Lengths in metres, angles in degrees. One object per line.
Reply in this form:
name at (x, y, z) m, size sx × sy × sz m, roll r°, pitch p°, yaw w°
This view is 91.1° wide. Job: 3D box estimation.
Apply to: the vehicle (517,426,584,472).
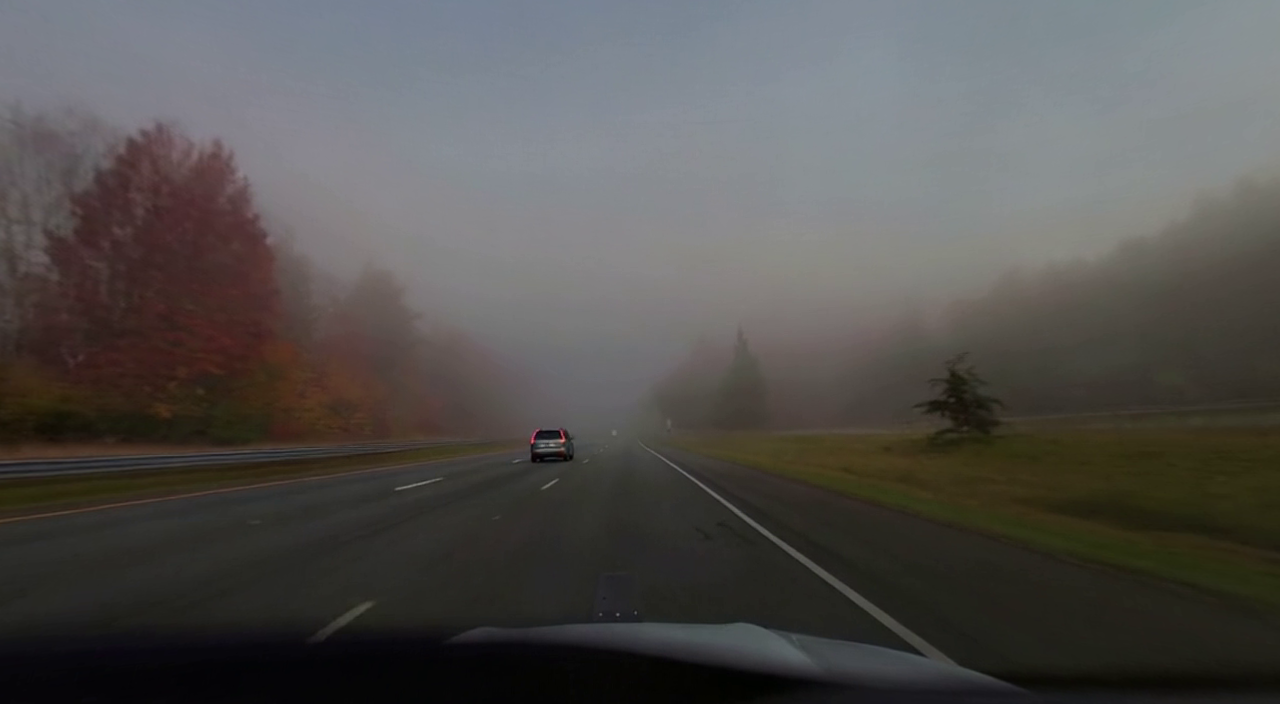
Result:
vehicle at (-3.511, 3.883, 25.491) m, size 2.057 × 1.666 × 4.552 m, roll 0°, pitch -8°, yaw 0°
